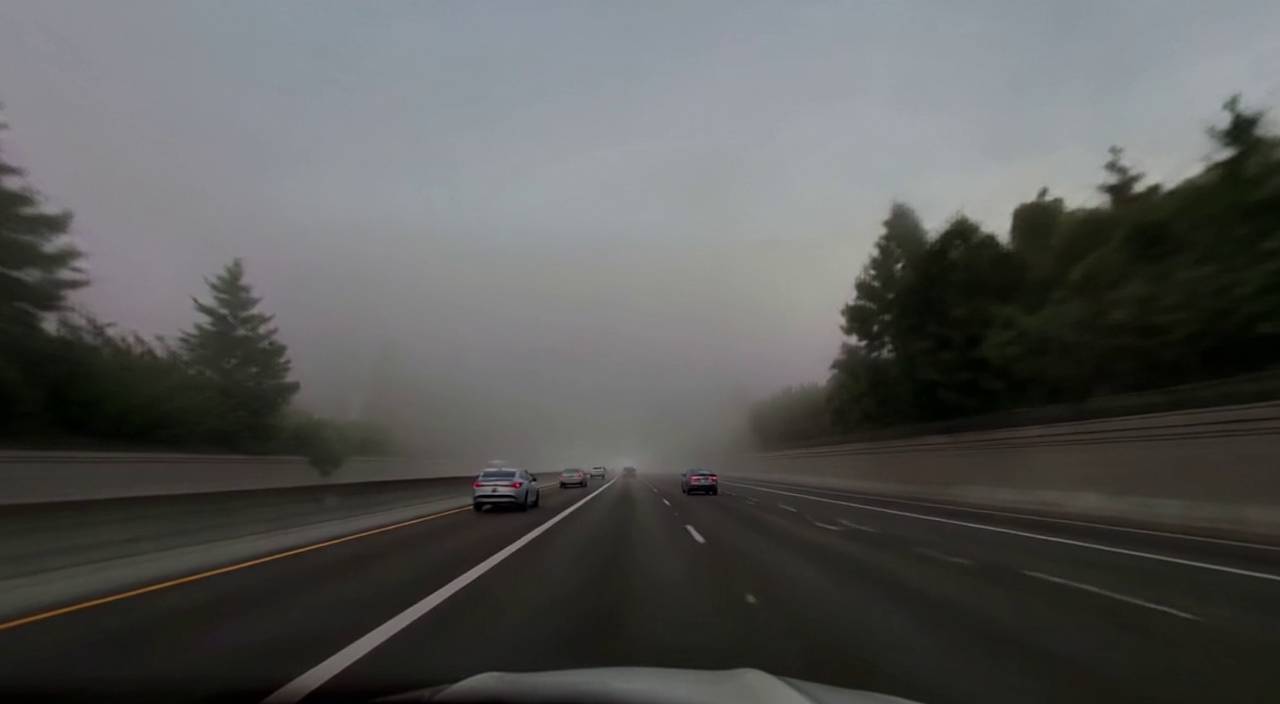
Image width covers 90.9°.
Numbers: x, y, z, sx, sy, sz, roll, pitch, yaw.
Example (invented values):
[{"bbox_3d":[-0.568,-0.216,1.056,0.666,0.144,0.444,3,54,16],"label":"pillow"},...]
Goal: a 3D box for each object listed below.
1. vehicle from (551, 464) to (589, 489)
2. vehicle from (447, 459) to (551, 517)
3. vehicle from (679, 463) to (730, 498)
[{"bbox_3d":[-4.487,8.066,40.990,2.000,1.484,3.995,1,-11,0],"label":"vehicle"},{"bbox_3d":[-4.059,4.037,19.040,2.004,1.468,4.812,1,-11,0],"label":"vehicle"},{"bbox_3d":[3.085,6.255,30.855,1.981,1.516,4.109,1,-10,-1],"label":"vehicle"}]
